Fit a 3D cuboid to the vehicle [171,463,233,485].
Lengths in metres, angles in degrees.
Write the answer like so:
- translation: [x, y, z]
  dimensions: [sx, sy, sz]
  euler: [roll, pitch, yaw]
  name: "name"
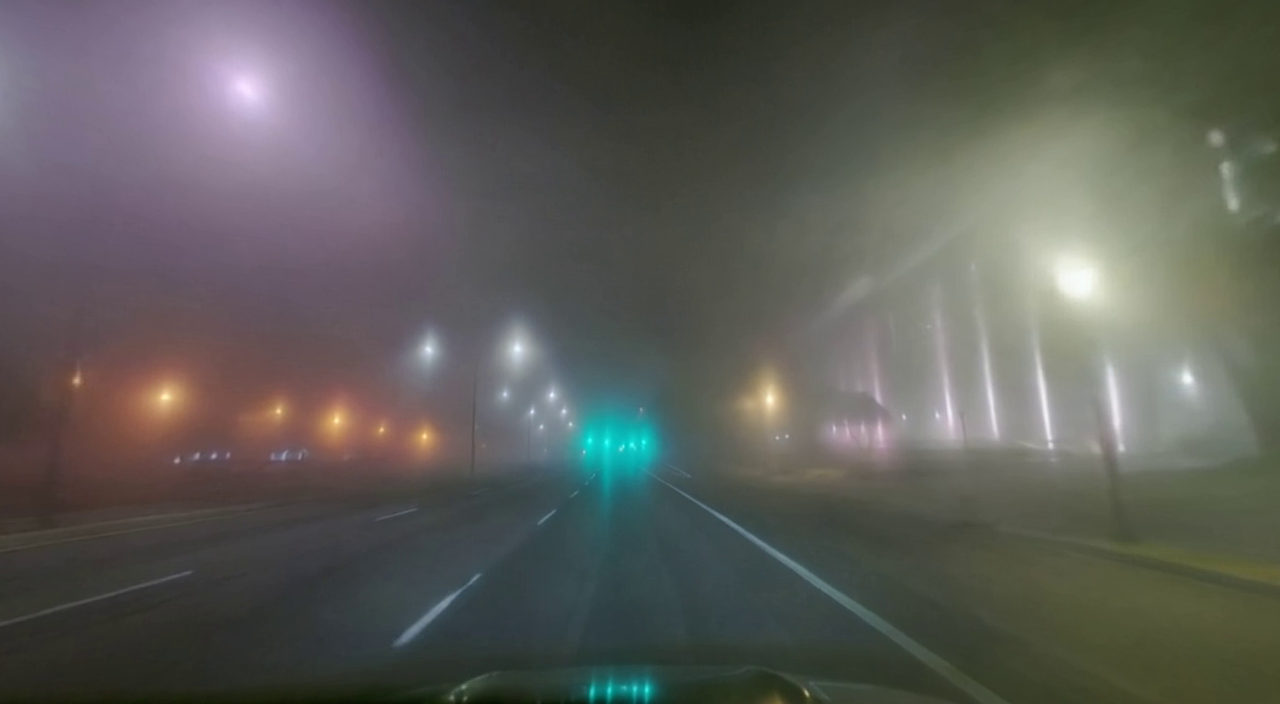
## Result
- translation: [-34.079, 9.509, 49.310]
  dimensions: [1.868, 1.467, 4.423]
  euler: [0, -9, -4]
  name: "vehicle"
